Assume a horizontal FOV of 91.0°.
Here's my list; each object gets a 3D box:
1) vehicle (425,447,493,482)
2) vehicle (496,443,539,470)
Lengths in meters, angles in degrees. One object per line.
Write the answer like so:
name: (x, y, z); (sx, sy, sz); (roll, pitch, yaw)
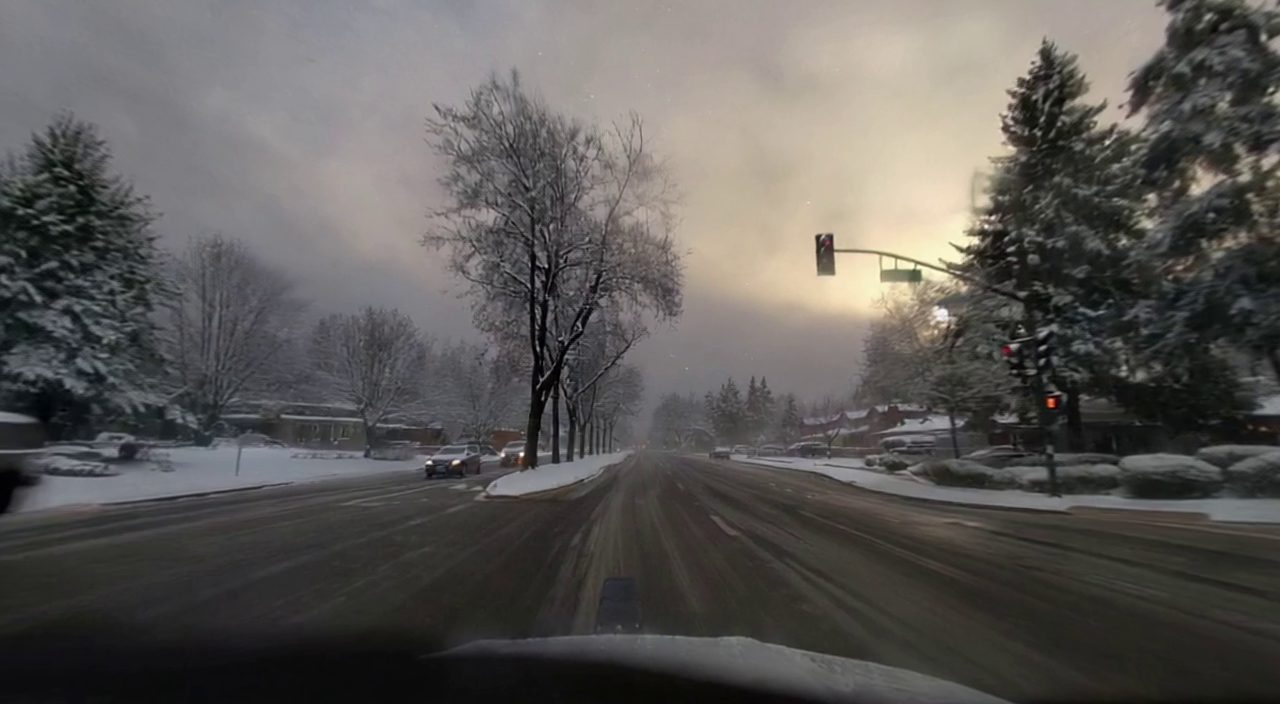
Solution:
vehicle: (-8.377, 5.204, 29.481); (1.891, 1.522, 4.184); (0, -9, 1)
vehicle: (-8.502, 7.297, 44.064); (2.118, 1.733, 4.372); (0, -9, -1)
